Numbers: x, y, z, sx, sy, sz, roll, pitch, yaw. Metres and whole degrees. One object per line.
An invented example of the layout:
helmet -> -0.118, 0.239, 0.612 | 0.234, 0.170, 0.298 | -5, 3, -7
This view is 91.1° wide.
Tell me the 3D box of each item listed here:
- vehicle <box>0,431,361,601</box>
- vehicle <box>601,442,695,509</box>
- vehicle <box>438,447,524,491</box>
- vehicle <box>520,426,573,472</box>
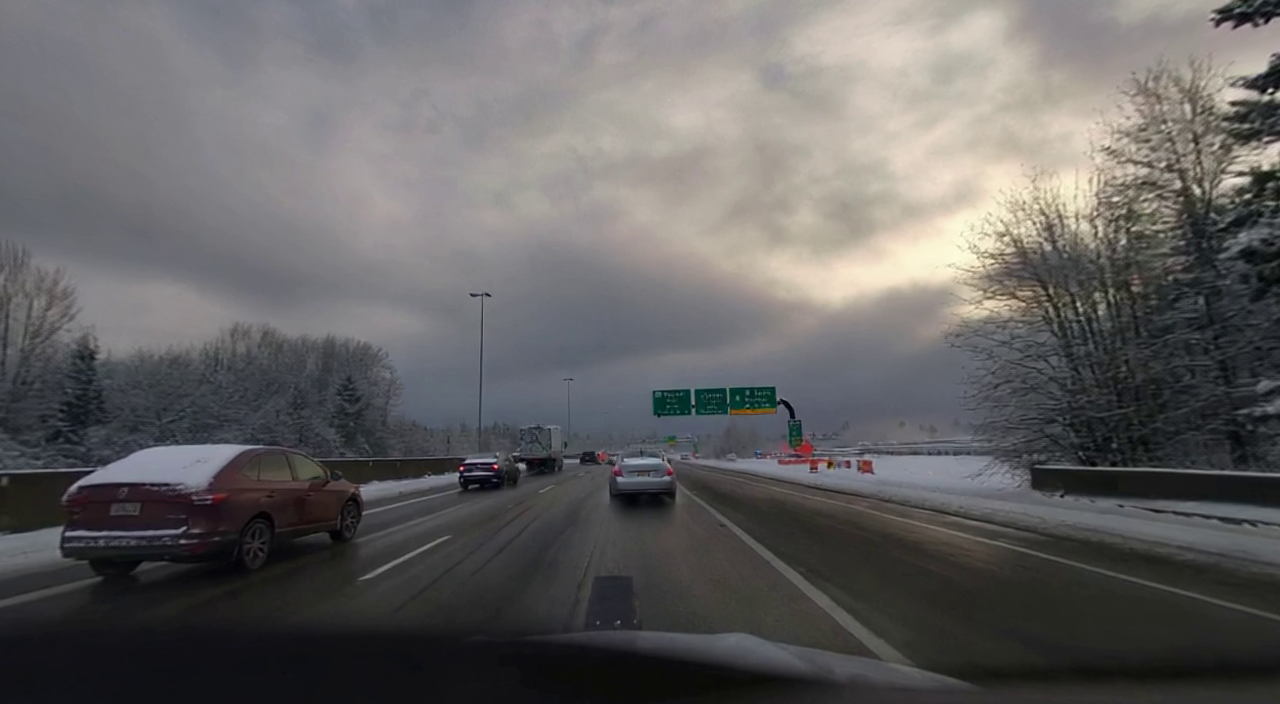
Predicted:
vehicle -> -5.495, 1.807, 7.902 | 1.892, 1.481, 4.573 | 0, -9, 0
vehicle -> 0.200, 3.027, 15.782 | 2.080, 1.451, 3.512 | 0, -9, 1
vehicle -> -5.605, 4.170, 22.677 | 2.063, 1.417, 4.000 | 0, -9, 0
vehicle -> -5.859, 6.203, 40.109 | 2.326, 2.645, 6.249 | 0, -9, 1
